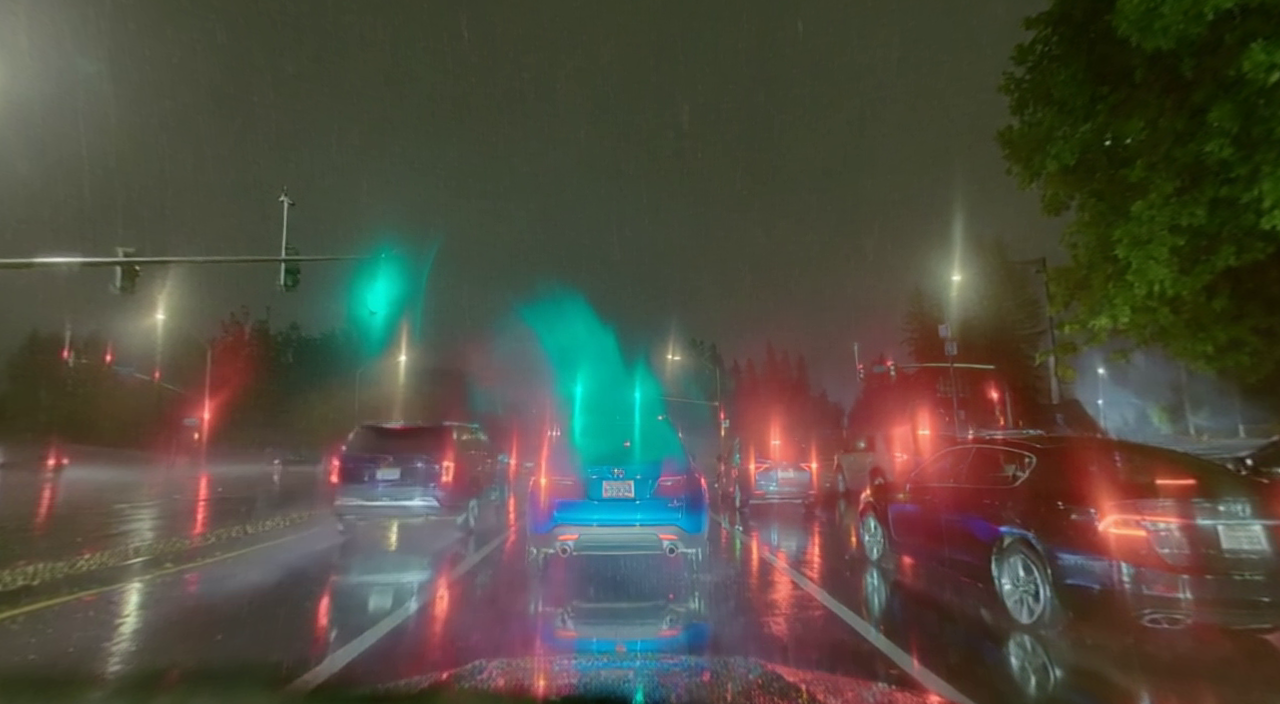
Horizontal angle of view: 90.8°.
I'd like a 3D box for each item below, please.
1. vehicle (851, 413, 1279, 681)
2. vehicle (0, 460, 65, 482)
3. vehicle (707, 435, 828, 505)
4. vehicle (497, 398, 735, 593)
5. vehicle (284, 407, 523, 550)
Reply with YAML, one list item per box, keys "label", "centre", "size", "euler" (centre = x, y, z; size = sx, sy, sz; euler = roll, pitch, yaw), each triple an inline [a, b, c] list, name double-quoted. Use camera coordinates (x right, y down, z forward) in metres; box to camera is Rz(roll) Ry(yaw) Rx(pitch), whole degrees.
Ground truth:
- label: "vehicle"
  centre: [3.628, 1.397, 5.701]
  size: [1.861, 1.478, 4.185]
  euler: [0, -8, -2]
- label: "vehicle"
  centre: [-42.231, 8.055, 42.855]
  size: [4.468, 1.430, 1.770]
  euler: [1, -8, -5]
- label: "vehicle"
  centre: [2.986, 2.858, 15.776]
  size: [1.950, 1.506, 4.086]
  euler: [0, -8, -3]
- label: "vehicle"
  centre: [-0.268, 1.554, 7.626]
  size: [2.101, 1.707, 3.904]
  euler: [0, -8, -2]
- label: "vehicle"
  centre: [-3.475, 1.979, 10.611]
  size: [2.186, 1.794, 4.972]
  euler: [0, -8, -1]
